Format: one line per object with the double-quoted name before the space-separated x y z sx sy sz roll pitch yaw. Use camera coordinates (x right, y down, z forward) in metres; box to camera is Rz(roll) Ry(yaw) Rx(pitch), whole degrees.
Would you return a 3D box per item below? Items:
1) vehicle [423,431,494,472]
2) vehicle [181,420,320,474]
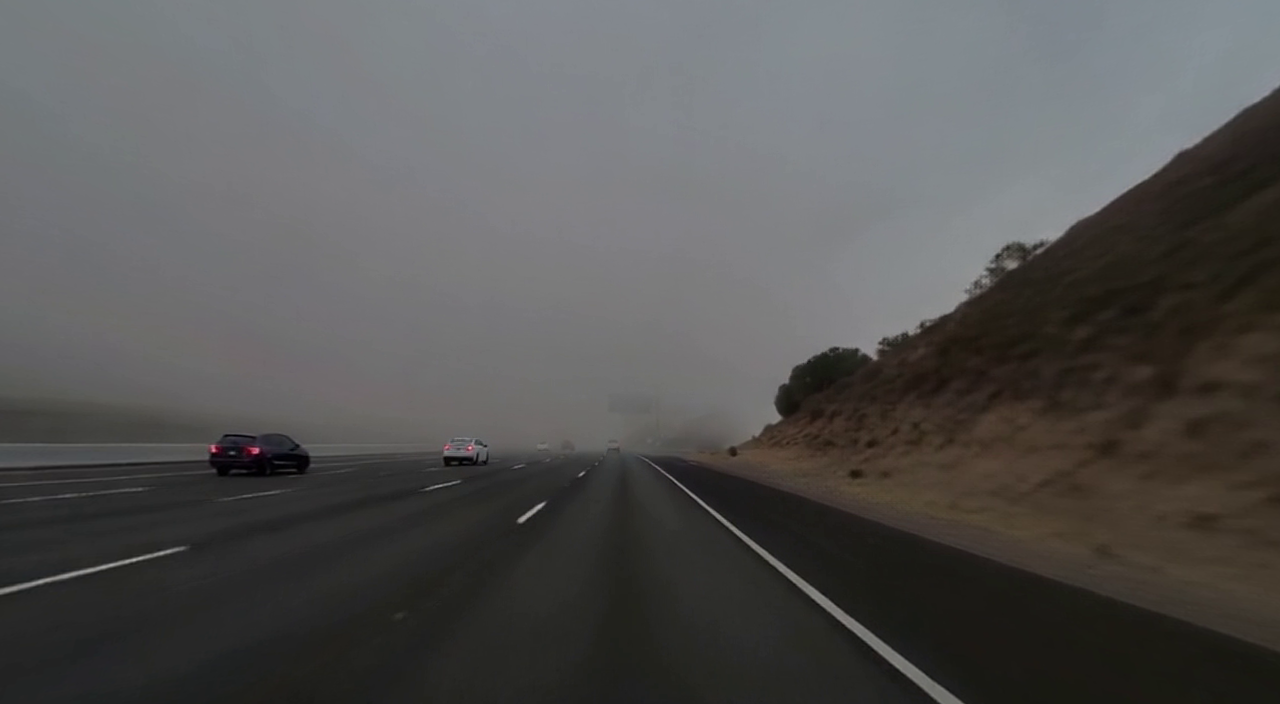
"vehicle" -8.353 4.636 29.547 2.104 1.715 4.319 1 -8 -1
"vehicle" -15.646 3.876 25.864 2.240 1.953 5.452 1 -8 -1
